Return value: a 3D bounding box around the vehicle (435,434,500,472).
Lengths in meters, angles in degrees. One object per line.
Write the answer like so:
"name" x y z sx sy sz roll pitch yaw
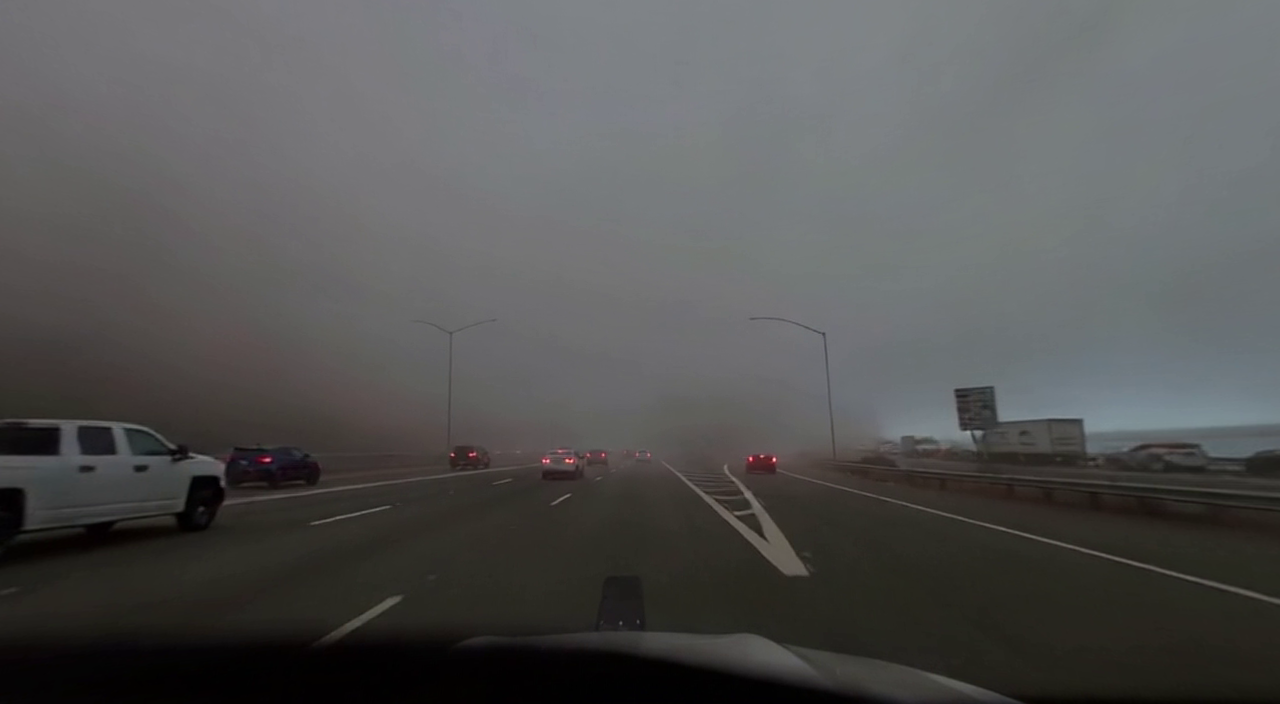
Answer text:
"vehicle" -10.858 6.412 40.122 2.442 2.191 5.760 0 -9 1

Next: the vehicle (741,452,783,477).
"vehicle" 7.945 7.338 41.344 2.153 1.510 4.646 0 -9 4

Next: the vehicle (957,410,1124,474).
"vehicle" 25.640 5.967 41.512 4.211 3.637 11.169 0 -9 3

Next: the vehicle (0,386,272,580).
"vehicle" -7.347 1.493 7.601 2.250 1.870 5.647 0 -9 2

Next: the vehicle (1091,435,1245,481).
"vehicle" 21.800 4.367 26.386 2.097 1.692 5.148 -1 -8 2

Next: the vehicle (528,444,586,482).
"vehicle" -4.032 5.453 31.323 2.132 1.708 4.571 0 -9 2
